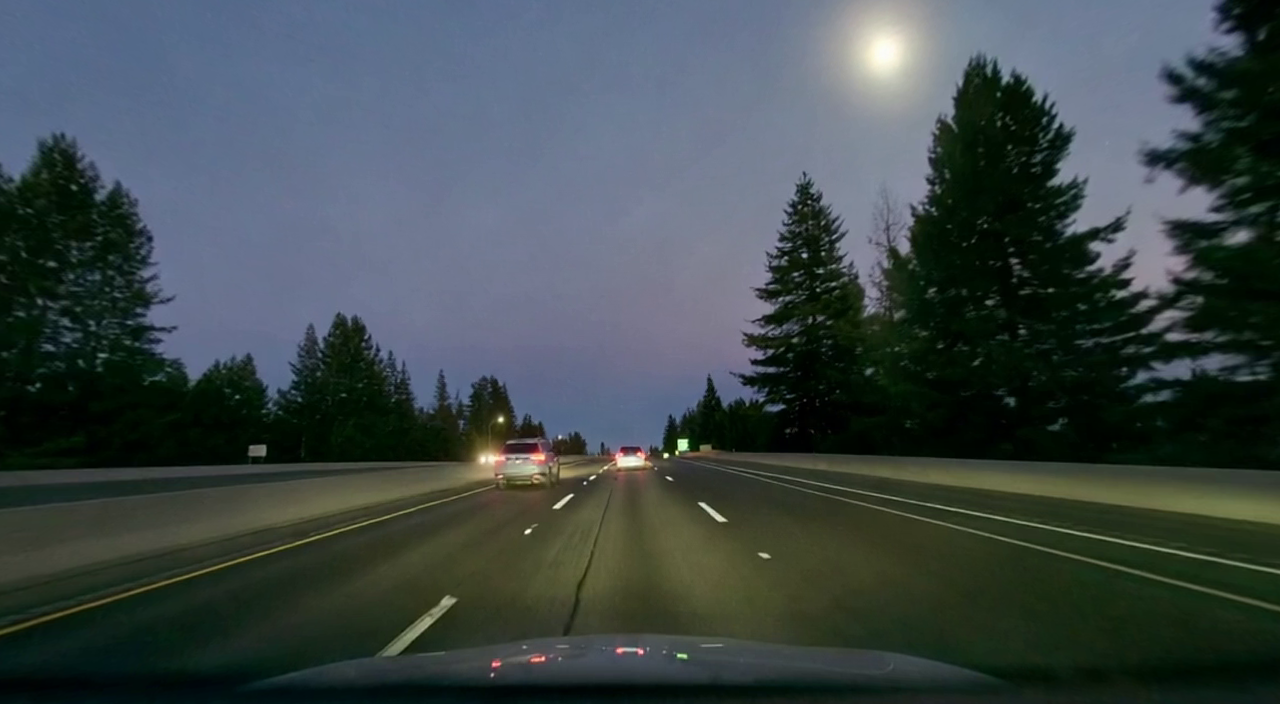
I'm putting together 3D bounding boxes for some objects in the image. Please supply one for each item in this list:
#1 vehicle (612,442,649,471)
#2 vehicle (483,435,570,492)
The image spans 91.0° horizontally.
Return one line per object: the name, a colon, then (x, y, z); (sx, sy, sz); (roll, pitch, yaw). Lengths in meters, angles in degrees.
vehicle: (-0.594, 6.309, 38.239); (2.130, 1.684, 3.826); (0, -8, -1)
vehicle: (-3.808, 3.825, 21.987); (2.130, 1.741, 4.665); (0, -9, 0)
